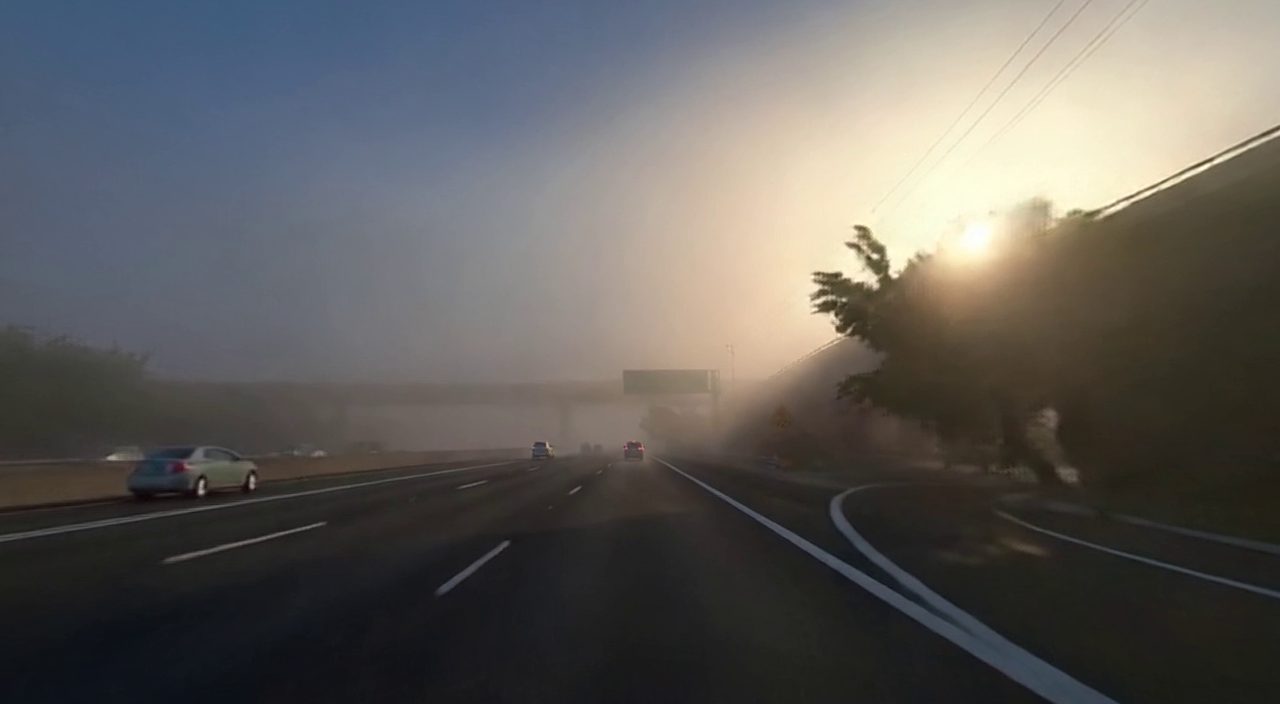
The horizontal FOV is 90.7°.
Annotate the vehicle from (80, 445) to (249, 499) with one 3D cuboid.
[{"bbox_3d":[-14.768,3.711,20.061,1.969,1.486,4.395,0,-8,-1],"label":"vehicle"}]

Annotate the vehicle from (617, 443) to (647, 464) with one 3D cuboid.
[{"bbox_3d":[-0.614,7.416,46.503,2.086,1.472,4.168,0,-8,-2],"label":"vehicle"}]

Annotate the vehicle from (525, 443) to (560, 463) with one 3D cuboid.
[{"bbox_3d":[-7.441,7.755,48.793,1.994,1.487,4.605,0,-8,0],"label":"vehicle"}]
